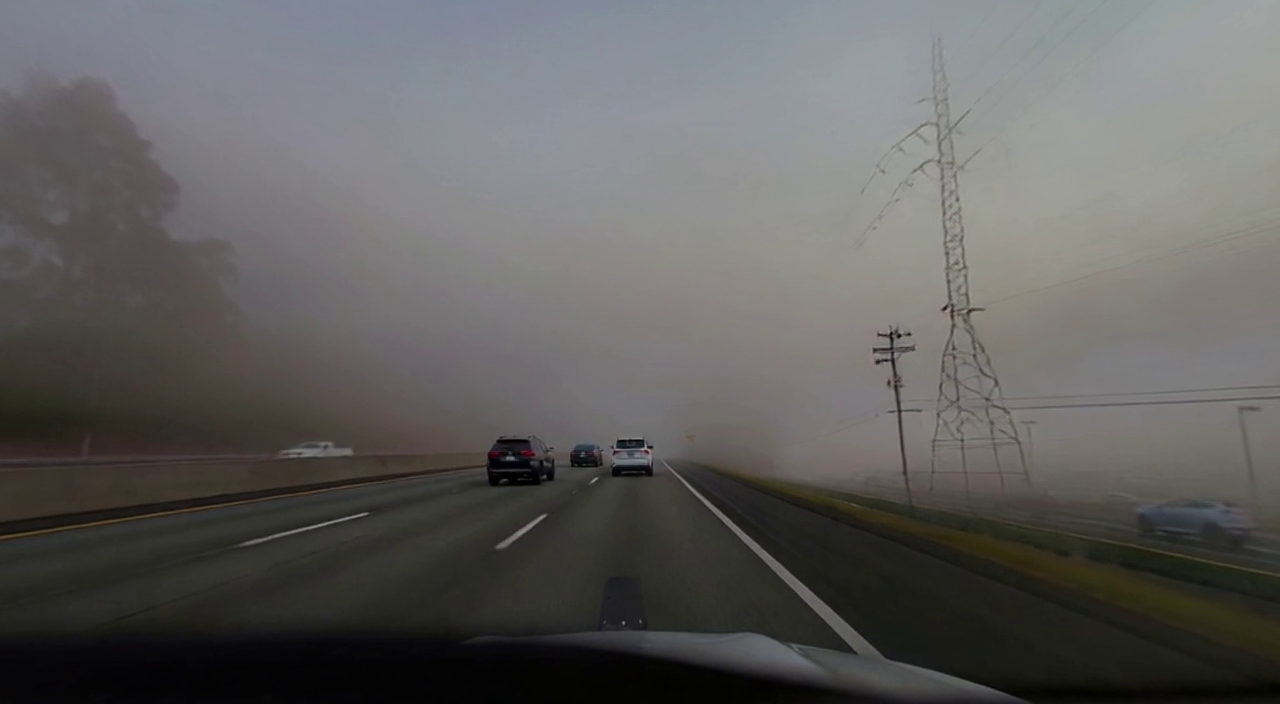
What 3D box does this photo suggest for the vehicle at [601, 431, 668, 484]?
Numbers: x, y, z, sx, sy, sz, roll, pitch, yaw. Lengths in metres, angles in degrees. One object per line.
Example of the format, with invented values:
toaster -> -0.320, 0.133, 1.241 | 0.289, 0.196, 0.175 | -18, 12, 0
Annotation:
vehicle -> -0.169, 3.971, 24.012 | 2.319, 1.813, 4.274 | 0, -8, 1

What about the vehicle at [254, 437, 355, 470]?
vehicle -> -20.696, 6.310, 39.396 | 2.422, 1.899, 6.624 | -1, -8, 2

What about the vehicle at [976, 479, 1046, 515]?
vehicle -> 21.891, 8.521, 37.394 | 1.826, 1.625, 4.758 | -1, -8, 8

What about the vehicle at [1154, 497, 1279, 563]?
vehicle -> 19.861, 5.876, 21.204 | 1.832, 1.624, 4.158 | -1, -8, 4

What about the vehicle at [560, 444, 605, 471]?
vehicle -> -3.296, 6.134, 36.838 | 2.092, 1.464, 4.466 | 0, -8, 2

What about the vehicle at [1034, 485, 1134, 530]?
vehicle -> 21.682, 7.583, 31.058 | 1.820, 1.768, 4.621 | -2, -10, 6

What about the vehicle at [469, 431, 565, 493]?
vehicle -> -3.797, 3.501, 20.372 | 2.104, 1.754, 4.515 | 0, -8, 1
